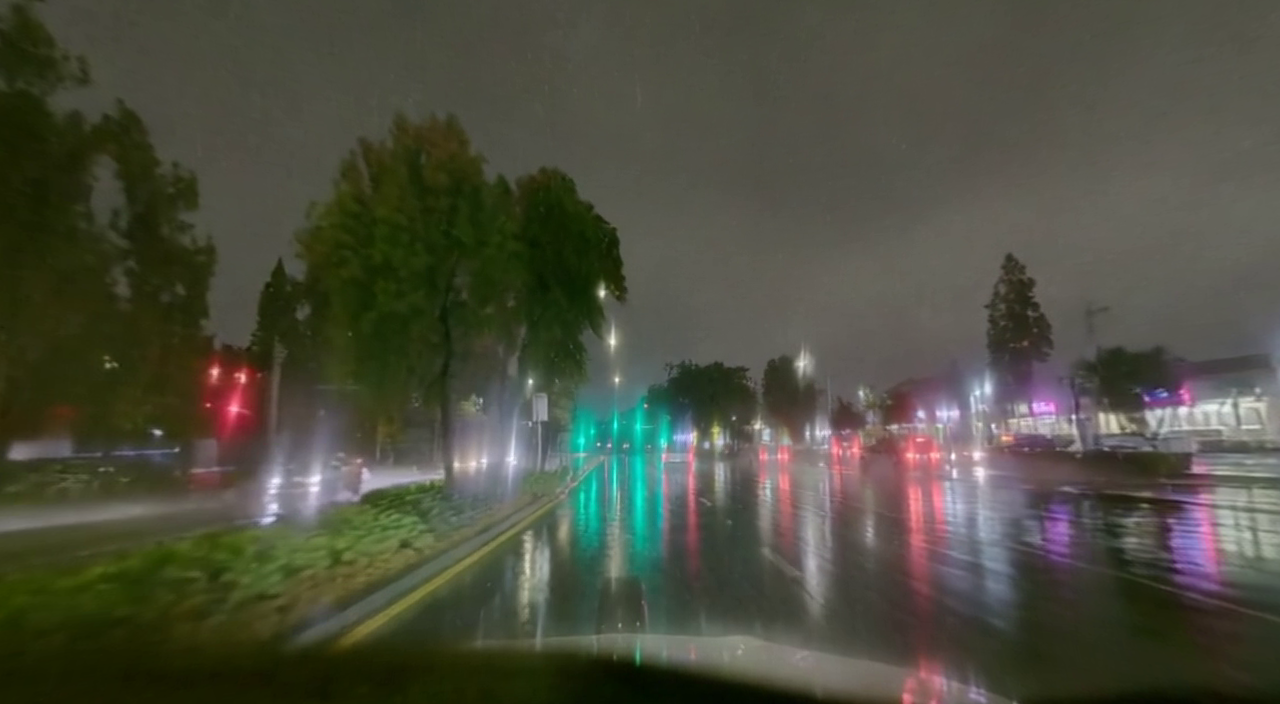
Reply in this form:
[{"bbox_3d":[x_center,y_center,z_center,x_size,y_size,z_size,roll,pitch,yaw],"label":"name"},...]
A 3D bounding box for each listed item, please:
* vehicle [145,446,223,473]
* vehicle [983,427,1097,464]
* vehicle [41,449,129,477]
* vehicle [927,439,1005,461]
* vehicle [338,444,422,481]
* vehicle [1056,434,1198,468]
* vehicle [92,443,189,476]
[{"bbox_3d":[-27.764,6.545,38.646,1.811,1.482,3.982,0,-8,-1],"label":"vehicle"},{"bbox_3d":[22.681,5.311,35.986,4.824,1.976,2.281,-1,-8,2],"label":"vehicle"},{"bbox_3d":[-33.182,6.625,37.937,1.864,1.489,3.832,0,-8,-3],"label":"vehicle"},{"bbox_3d":[22.402,6.743,43.531,4.389,1.429,1.804,0,-8,-1],"label":"vehicle"},{"bbox_3d":[-11.763,4.992,28.940,1.937,1.508,4.650,0,-8,-1],"label":"vehicle"},{"bbox_3d":[22.363,4.556,29.159,4.724,1.471,2.203,0,-8,-2],"label":"vehicle"},{"bbox_3d":[-30.271,6.494,38.514,2.037,1.724,4.785,-3,-8,-1],"label":"vehicle"}]
